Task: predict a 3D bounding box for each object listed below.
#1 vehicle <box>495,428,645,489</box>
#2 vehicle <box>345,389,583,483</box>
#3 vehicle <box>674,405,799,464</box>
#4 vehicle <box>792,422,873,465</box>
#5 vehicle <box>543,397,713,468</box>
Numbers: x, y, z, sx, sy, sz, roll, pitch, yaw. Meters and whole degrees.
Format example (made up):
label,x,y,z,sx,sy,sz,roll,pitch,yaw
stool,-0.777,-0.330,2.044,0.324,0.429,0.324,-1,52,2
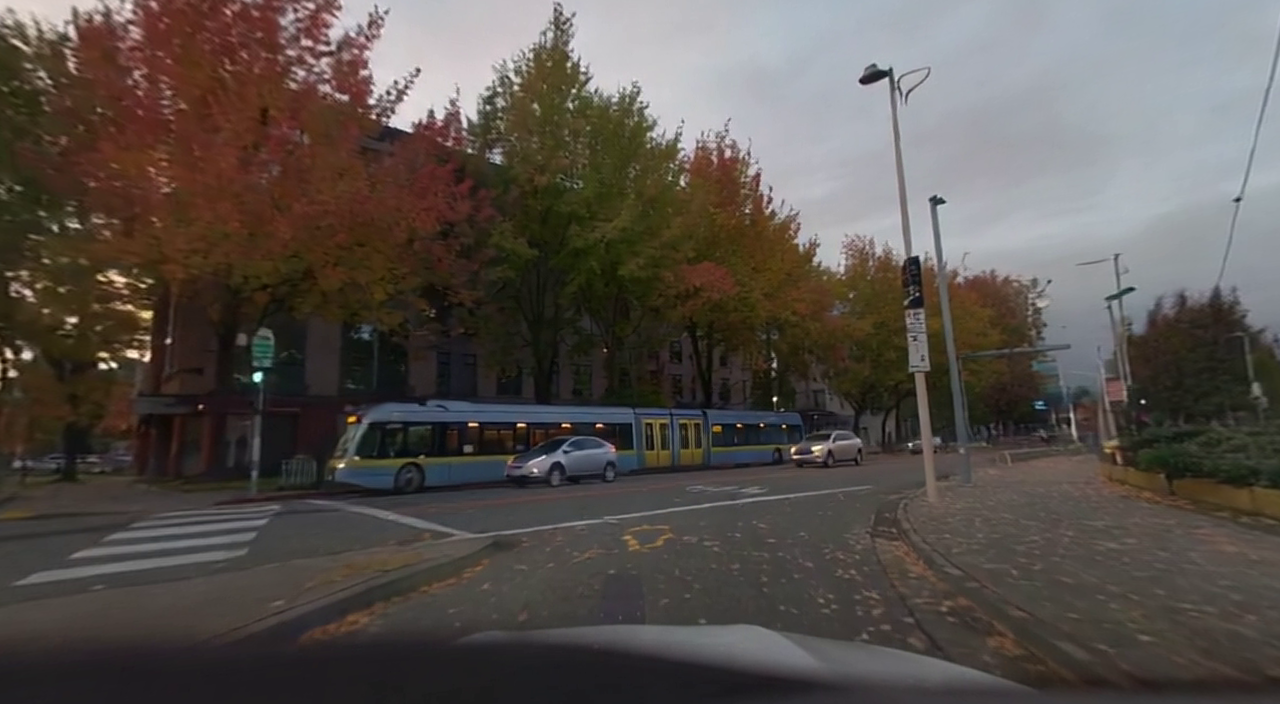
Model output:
label,x,y,z,sx,sy,sz,roll,pitch,yaw
vehicle,-2.230,3.505,20.885,4.687,1.760,2.028,8,-12,-44
vehicle,-7.727,3.982,29.323,10.391,3.725,2.904,7,-12,-41
vehicle,6.858,5.560,42.846,2.878,3.618,10.068,-10,-11,44
vehicle,10.124,4.816,32.851,4.386,2.070,2.092,8,-12,-44
vehicle,-0.361,4.728,36.097,10.440,3.509,2.903,8,-12,-42
